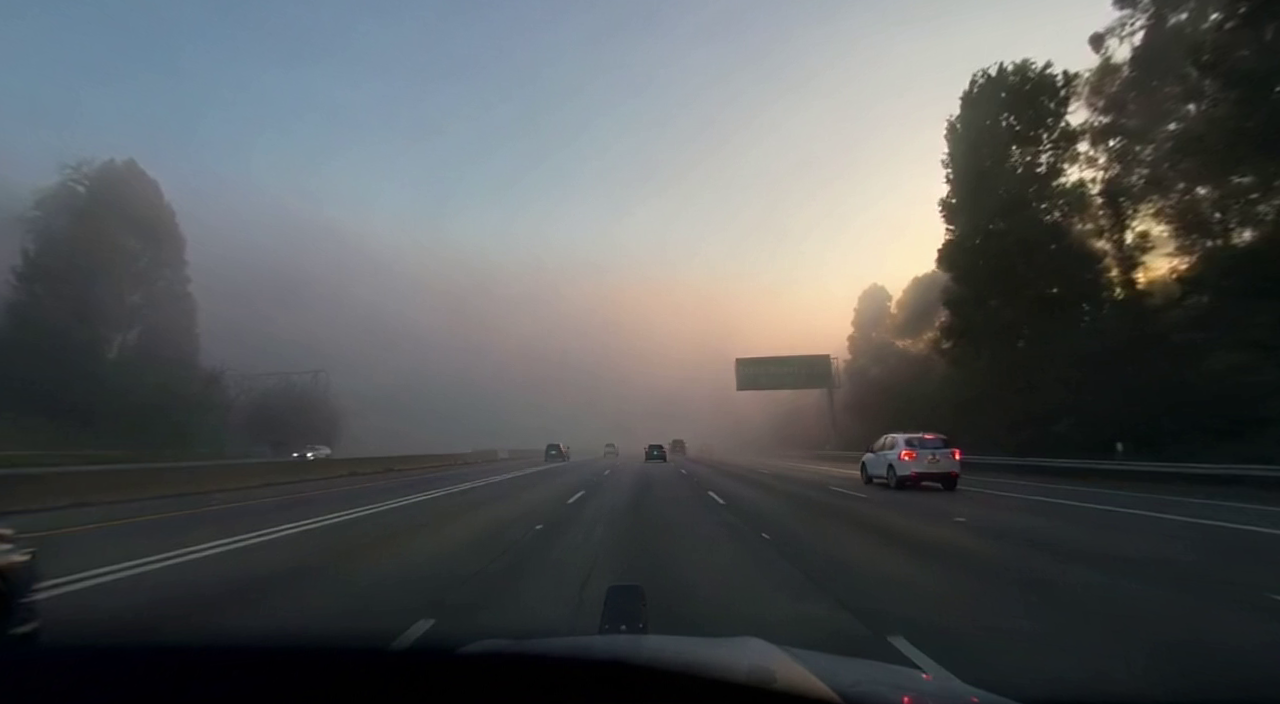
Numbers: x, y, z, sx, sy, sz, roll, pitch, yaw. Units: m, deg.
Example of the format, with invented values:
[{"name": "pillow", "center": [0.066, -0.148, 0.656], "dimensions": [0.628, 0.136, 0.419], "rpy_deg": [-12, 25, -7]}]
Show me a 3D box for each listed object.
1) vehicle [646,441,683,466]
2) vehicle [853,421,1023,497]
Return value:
[{"name": "vehicle", "center": [1.447, 6.278, 39.158], "dimensions": [2.050, 1.452, 3.917], "rpy_deg": [0, -8, -1]}, {"name": "vehicle", "center": [7.915, 2.905, 17.461], "dimensions": [2.123, 1.756, 4.959], "rpy_deg": [0, -8, -2]}]
